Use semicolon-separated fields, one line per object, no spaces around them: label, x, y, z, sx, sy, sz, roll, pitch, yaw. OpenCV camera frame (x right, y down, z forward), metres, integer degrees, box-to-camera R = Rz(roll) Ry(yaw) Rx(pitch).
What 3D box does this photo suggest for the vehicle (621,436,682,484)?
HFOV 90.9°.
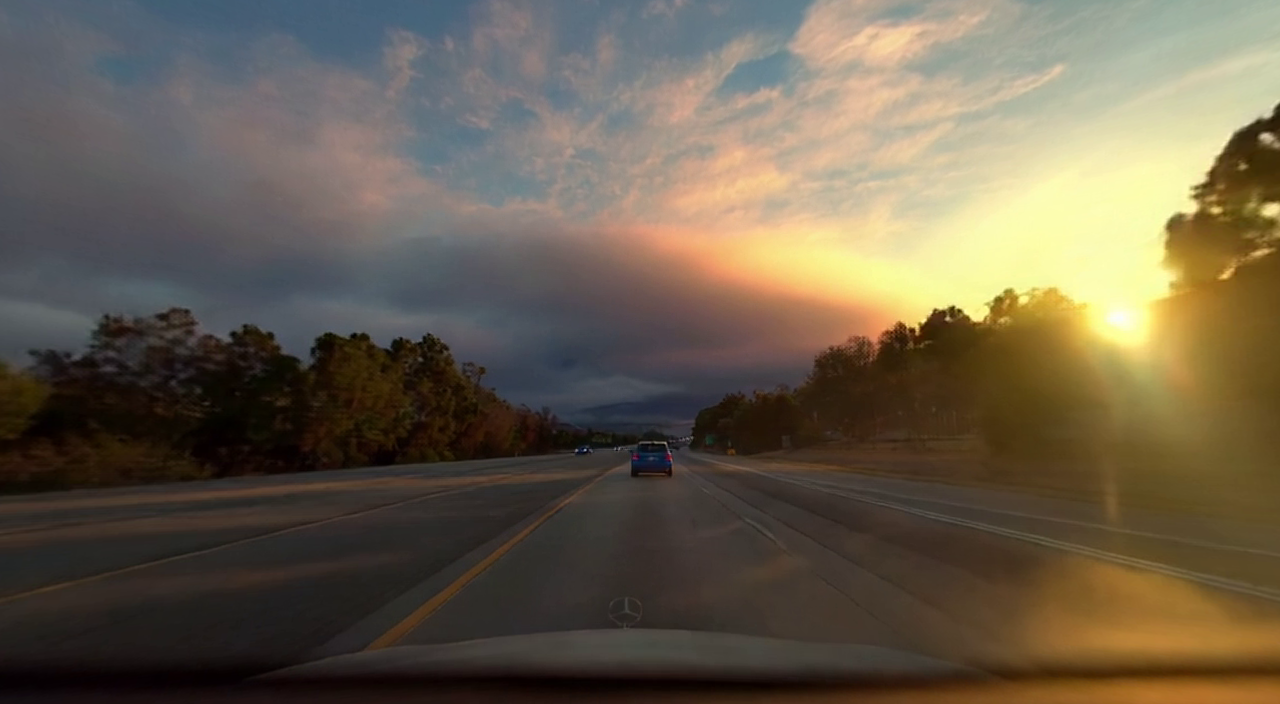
vehicle;0.413;4.182;24.610;2.190;1.706;4.062;0;-9;0
